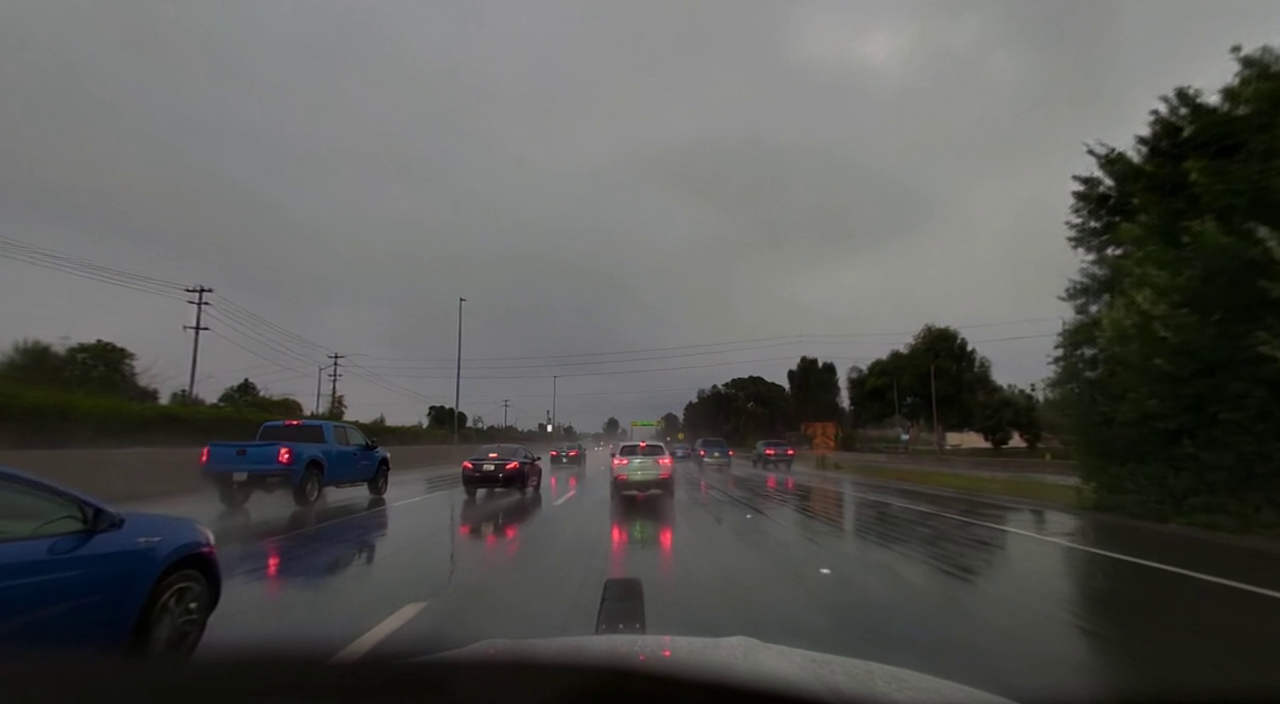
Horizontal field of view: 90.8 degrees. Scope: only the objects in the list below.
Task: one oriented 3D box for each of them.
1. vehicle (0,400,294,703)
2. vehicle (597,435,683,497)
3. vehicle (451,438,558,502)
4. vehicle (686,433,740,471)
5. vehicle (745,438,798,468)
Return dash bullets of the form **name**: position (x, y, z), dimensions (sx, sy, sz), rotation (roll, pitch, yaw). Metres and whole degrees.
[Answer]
- **vehicle**: position (-3.671, 0.929, 2.479), dimensions (1.955, 1.481, 4.604), rotation (0, -8, 1)
- **vehicle**: position (-0.023, 3.143, 17.839), dimensions (2.102, 1.499, 4.439), rotation (0, -8, -1)
- **vehicle**: position (-3.362, 2.995, 16.521), dimensions (1.899, 1.437, 4.131), rotation (0, -8, 0)
- **vehicle**: position (3.777, 5.313, 33.751), dimensions (2.113, 1.800, 5.376), rotation (0, -8, -2)
- **vehicle**: position (7.754, 5.996, 37.713), dimensions (1.969, 1.608, 4.865), rotation (0, -8, -1)
